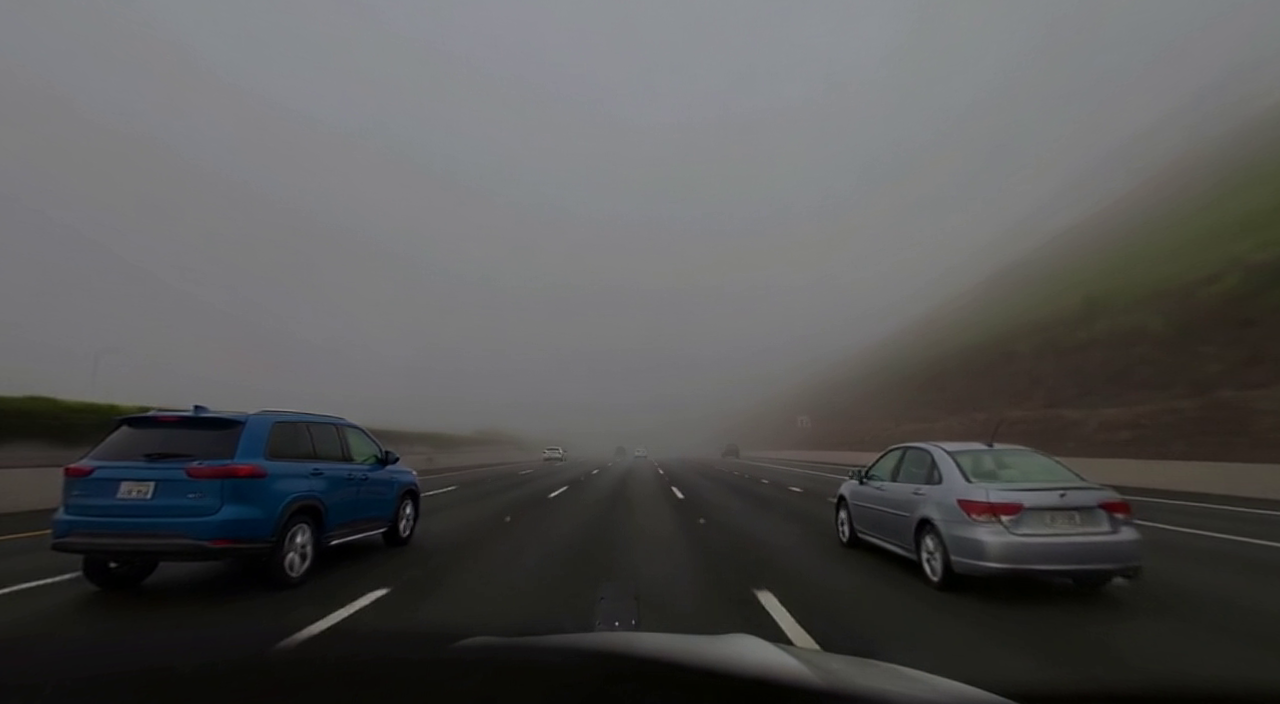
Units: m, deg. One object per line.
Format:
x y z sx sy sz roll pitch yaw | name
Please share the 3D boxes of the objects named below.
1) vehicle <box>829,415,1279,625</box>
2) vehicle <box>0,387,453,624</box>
3.658 1.539 6.768 1.847 1.493 4.303 0 -9 -1 | vehicle
-3.827 1.467 7.009 2.047 1.715 4.689 0 -9 0 | vehicle
